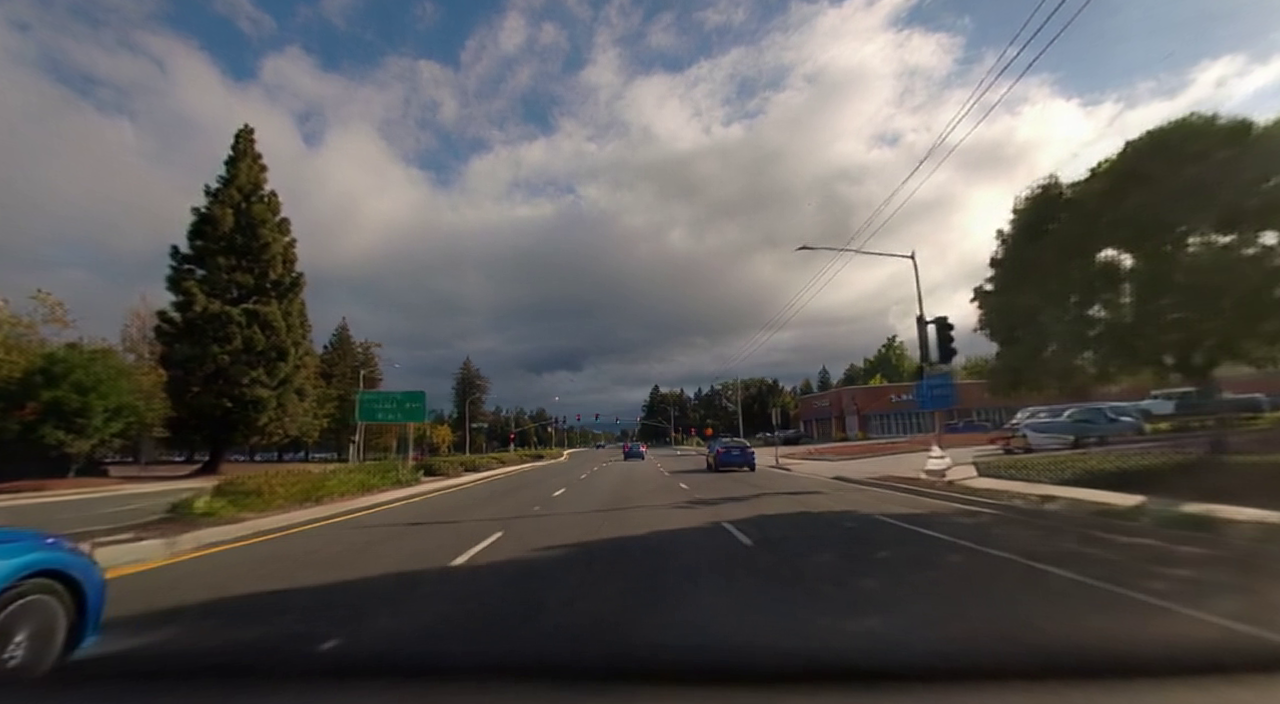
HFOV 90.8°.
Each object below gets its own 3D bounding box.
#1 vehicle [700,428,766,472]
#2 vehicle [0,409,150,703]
[{"bbox_3d":[4.568,4.926,32.042,2.476,2.016,5.586,0,-8,0],"label":"vehicle"},{"bbox_3d":[-3.920,0.809,1.521,2.017,1.470,4.293,0,-8,0],"label":"vehicle"}]
